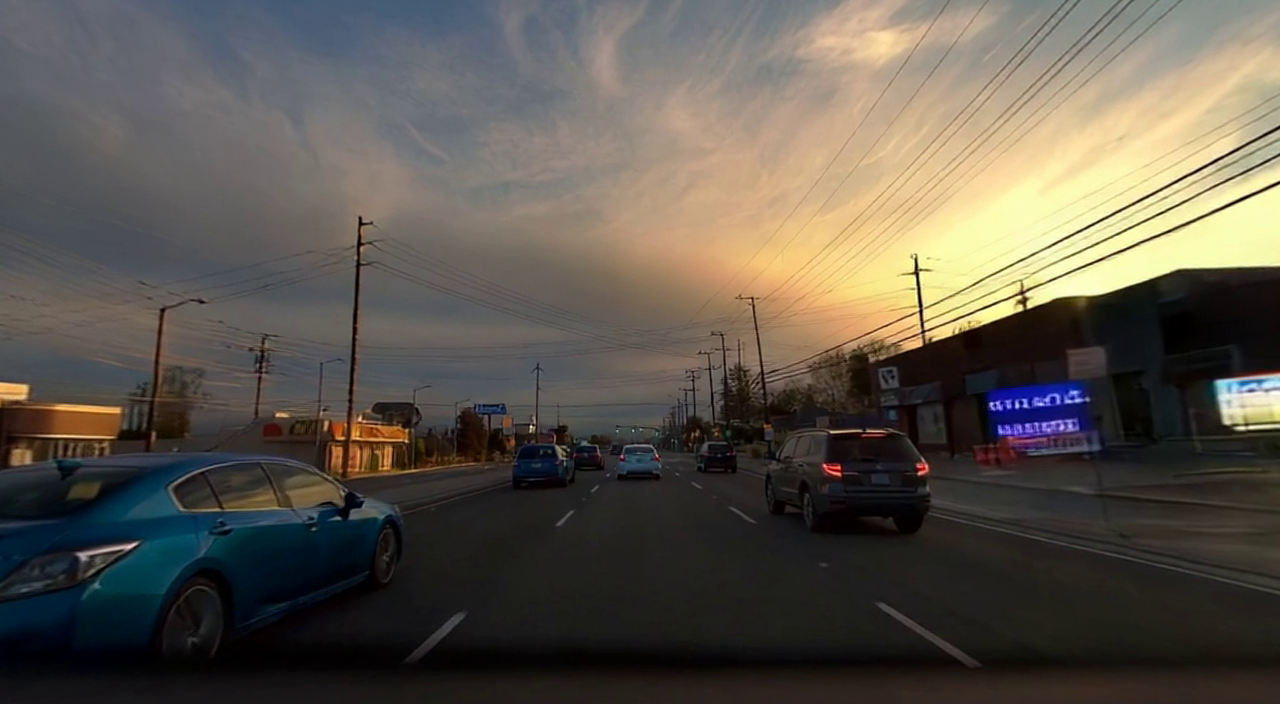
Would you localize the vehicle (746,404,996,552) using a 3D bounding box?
[{"bbox_3d":[3.407,1.996,10.708,2.282,1.897,4.915,0,-8,-1],"label":"vehicle"}]

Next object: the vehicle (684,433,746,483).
[{"bbox_3d":[3.082,4.445,26.752,2.026,1.904,4.102,0,-8,-1],"label":"vehicle"}]

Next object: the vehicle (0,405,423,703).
[{"bbox_3d":[-3.230,1.233,4.138,2.022,1.498,4.471,0,-8,0],"label":"vehicle"}]

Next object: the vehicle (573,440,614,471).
[{"bbox_3d":[-3.088,7.076,43.458,2.405,2.009,5.909,0,-8,0],"label":"vehicle"}]

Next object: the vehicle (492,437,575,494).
[{"bbox_3d":[-3.358,3.654,20.700,2.051,1.671,3.861,0,-8,0],"label":"vehicle"}]

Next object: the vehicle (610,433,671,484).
[{"bbox_3d":[-0.013,4.357,26.170,2.326,1.925,4.253,0,-8,-1],"label":"vehicle"}]

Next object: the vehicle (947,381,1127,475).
[{"bbox_3d":[12.570,2.551,20.651,2.477,2.665,5.203,0,-8,1],"label":"vehicle"}]
